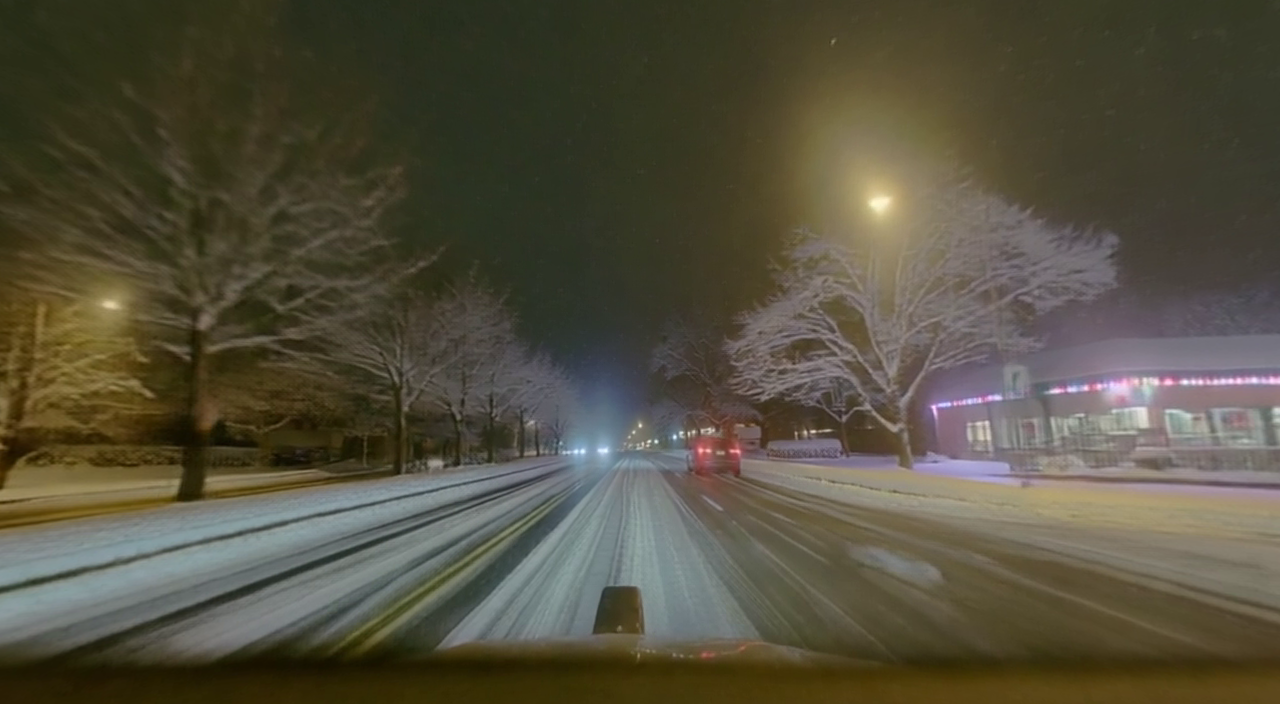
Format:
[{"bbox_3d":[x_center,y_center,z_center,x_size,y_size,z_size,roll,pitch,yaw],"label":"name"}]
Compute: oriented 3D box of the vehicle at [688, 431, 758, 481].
[{"bbox_3d":[3.148,4.056,24.856,2.083,1.743,4.354,1,-8,-1],"label":"vehicle"}]
